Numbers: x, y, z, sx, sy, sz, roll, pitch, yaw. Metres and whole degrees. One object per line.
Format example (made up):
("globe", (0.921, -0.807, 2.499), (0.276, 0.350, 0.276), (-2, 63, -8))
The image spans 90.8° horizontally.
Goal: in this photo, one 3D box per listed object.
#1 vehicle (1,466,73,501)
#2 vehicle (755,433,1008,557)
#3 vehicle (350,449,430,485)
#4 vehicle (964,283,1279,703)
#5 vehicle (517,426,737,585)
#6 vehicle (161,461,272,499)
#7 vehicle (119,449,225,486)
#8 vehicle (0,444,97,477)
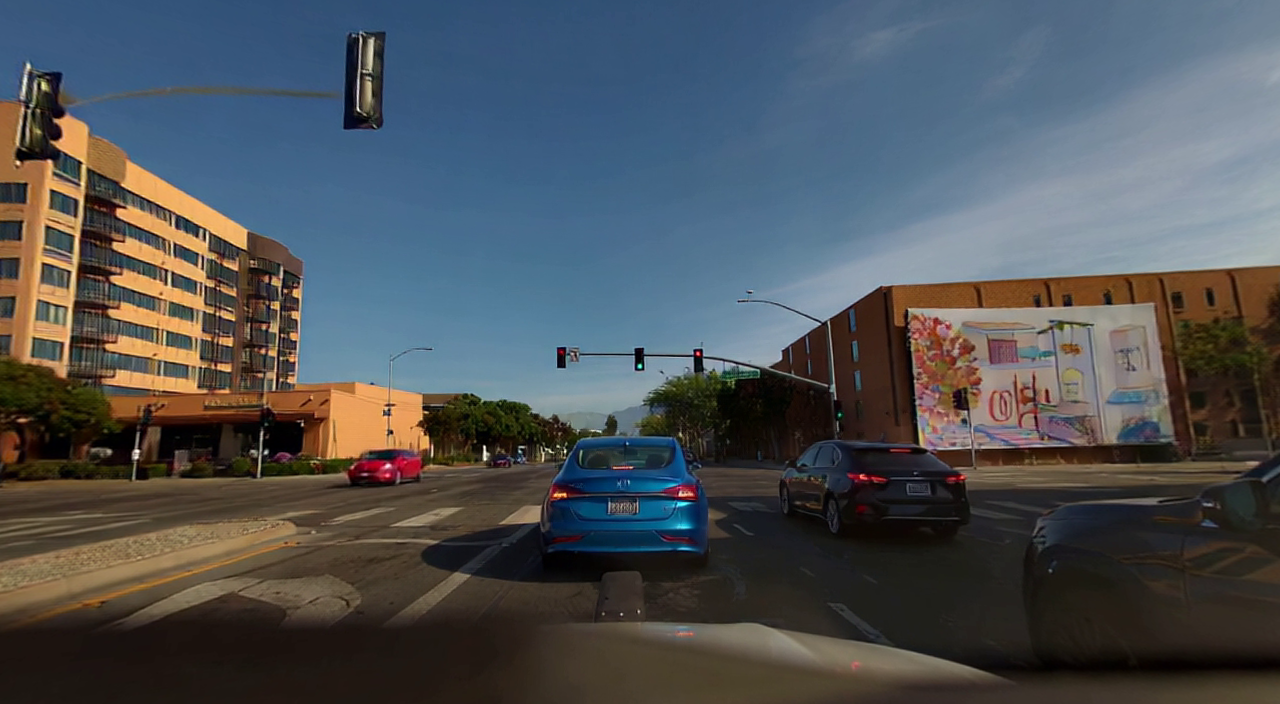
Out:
("vehicle", (-27.990, 6.080, 29.457), (1.972, 1.433, 4.324), (8, -12, -39))
("vehicle", (3.222, 1.998, 9.609), (2.009, 1.414, 4.416), (0, -8, -2))
("vehicle", (-11.638, 5.349, 29.799), (1.887, 1.516, 4.524), (0, -8, 1))
("vehicle", (3.007, 0.630, 1.589), (2.047, 1.785, 4.357), (0, -8, 0))
("vehicle", (-0.137, 1.762, 8.049), (2.095, 1.502, 3.873), (0, -8, 0))
("vehicle", (-19.067, 5.764, 28.707), (1.942, 1.453, 4.448), (0, -9, 0))
("vehicle", (-27.470, 6.757, 37.366), (2.300, 1.932, 5.056), (-1, -8, 2))
("vehicle", (-35.731, 6.440, 37.534), (2.145, 1.797, 5.198), (-1, -9, 1))
